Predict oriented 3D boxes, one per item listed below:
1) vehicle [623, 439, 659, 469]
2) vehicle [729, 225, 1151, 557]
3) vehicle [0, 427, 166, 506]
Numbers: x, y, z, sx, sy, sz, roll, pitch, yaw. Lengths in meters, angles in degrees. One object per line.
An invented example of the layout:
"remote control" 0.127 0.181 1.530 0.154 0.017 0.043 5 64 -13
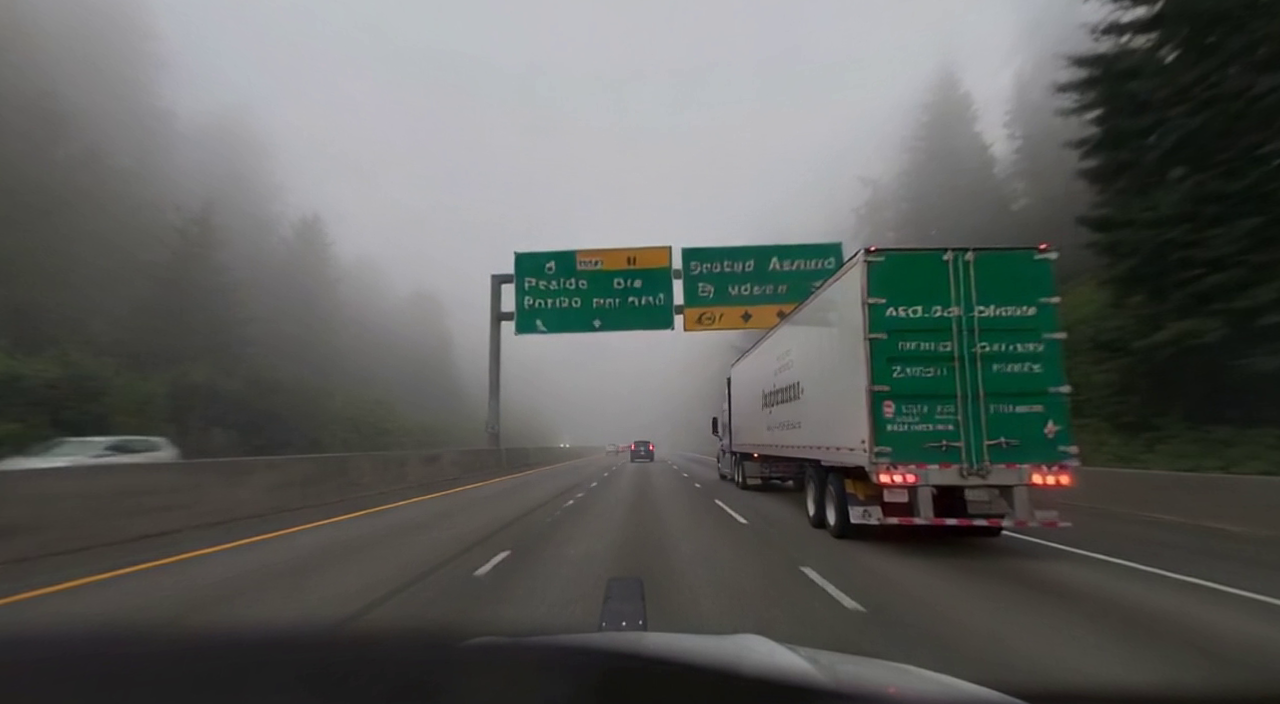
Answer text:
"vehicle" 0.065 6.151 38.196 2.067 1.690 3.901 0 -9 0
"vehicle" 4.504 1.447 14.512 3.011 4.028 13.890 0 -9 0
"vehicle" -15.295 2.947 16.607 1.894 1.765 4.604 0 -9 1
